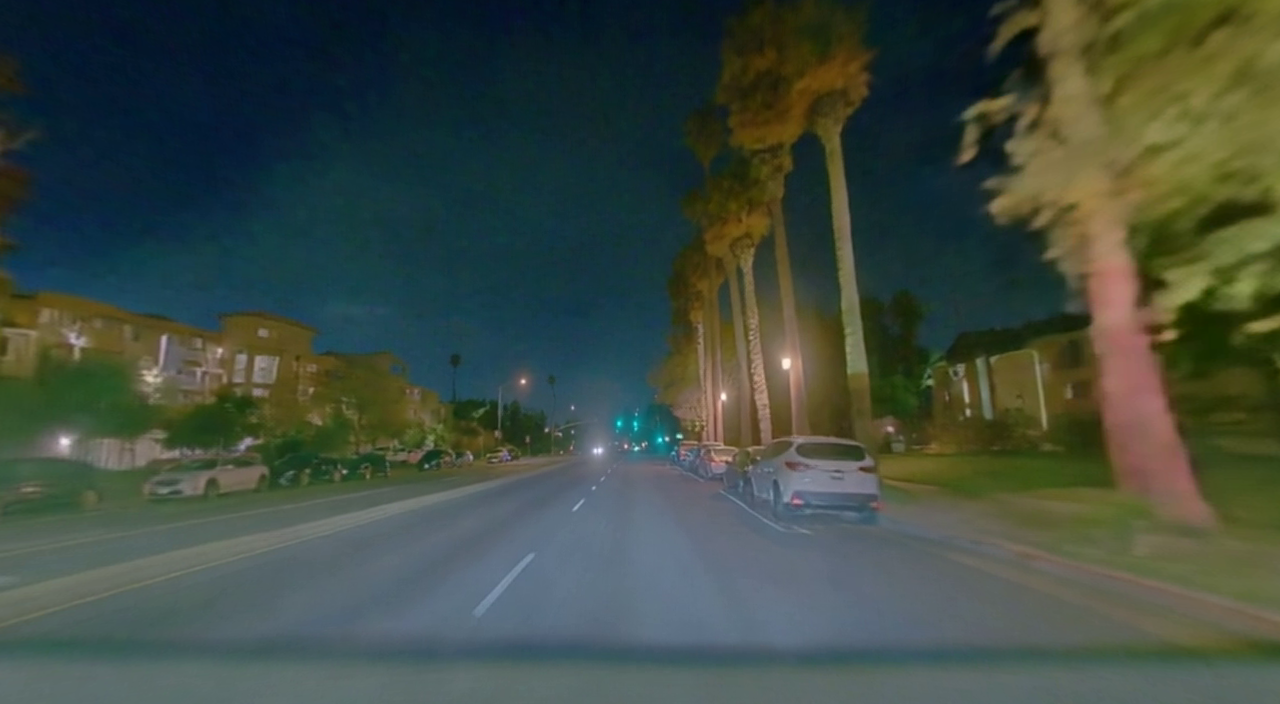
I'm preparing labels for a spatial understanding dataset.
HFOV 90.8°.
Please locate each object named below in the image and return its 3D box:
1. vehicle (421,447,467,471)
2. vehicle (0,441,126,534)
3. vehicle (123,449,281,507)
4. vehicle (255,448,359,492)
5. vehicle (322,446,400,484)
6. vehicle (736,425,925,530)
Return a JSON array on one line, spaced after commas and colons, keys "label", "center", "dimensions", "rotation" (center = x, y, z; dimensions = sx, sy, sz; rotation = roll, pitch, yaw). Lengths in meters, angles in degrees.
[{"label": "vehicle", "center": [-13.960, 7.642, 45.268], "dimensions": [1.970, 1.525, 4.420], "rotation": [0, -8, -2]}, {"label": "vehicle", "center": [-13.563, 2.828, 13.367], "dimensions": [1.844, 1.764, 4.183], "rotation": [-1, -7, -1]}, {"label": "vehicle", "center": [-13.631, 3.904, 20.073], "dimensions": [1.921, 1.498, 4.460], "rotation": [0, -7, -1]}, {"label": "vehicle", "center": [-13.641, 4.819, 26.214], "dimensions": [1.899, 1.474, 4.529], "rotation": [-1, -7, 0]}, {"label": "vehicle", "center": [-13.768, 5.580, 31.459], "dimensions": [1.876, 1.610, 4.467], "rotation": [-1, -7, -1]}, {"label": "vehicle", "center": [3.527, 2.464, 13.031], "dimensions": [2.221, 1.718, 5.192], "rotation": [0, -9, -1]}]
